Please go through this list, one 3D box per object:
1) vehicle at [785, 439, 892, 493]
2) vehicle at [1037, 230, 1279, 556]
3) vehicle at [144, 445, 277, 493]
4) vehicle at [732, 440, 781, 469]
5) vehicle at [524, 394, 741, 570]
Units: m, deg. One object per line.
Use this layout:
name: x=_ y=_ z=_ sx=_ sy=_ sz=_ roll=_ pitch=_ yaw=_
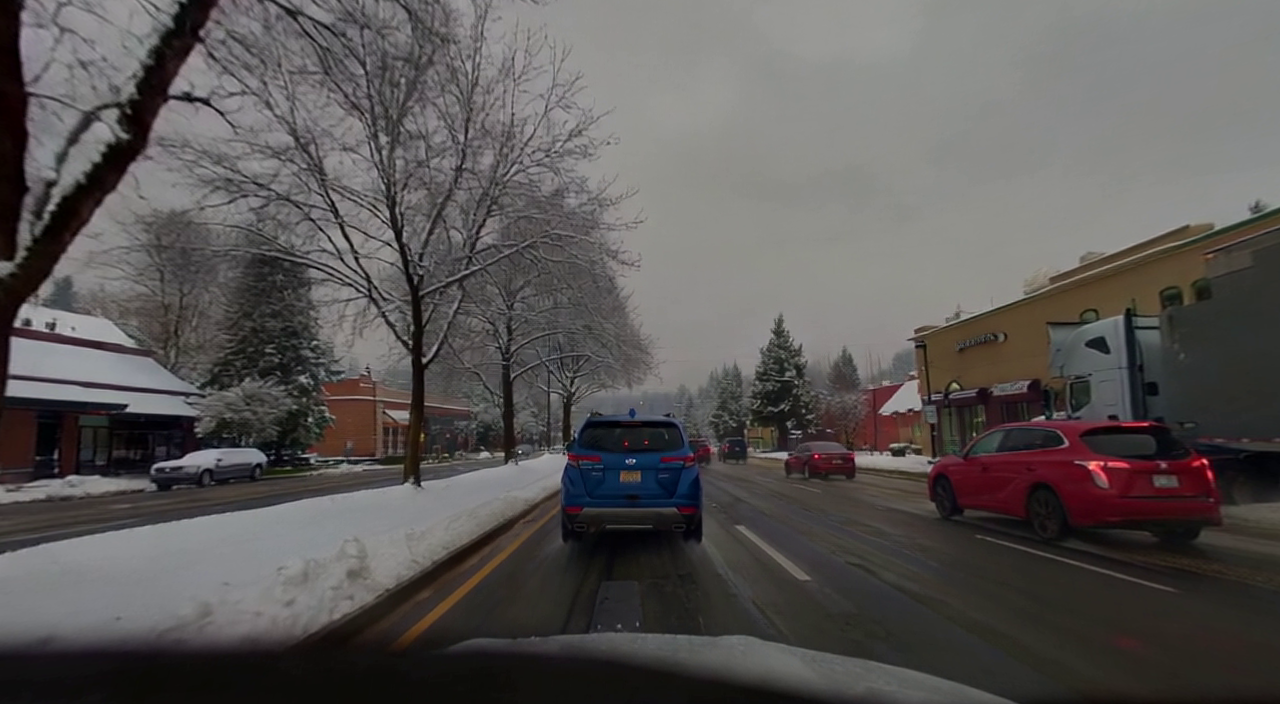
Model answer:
vehicle: x=6.273 y=3.640 z=20.585 sx=2.035 sy=1.553 sz=4.465 roll=0 pitch=-9 yaw=0
vehicle: x=9.968 y=-0.035 z=4.582 sx=2.879 sy=4.284 sz=17.334 roll=0 pitch=-9 yaw=0
vehicle: x=-19.248 y=5.223 z=28.712 sx=2.302 sy=1.939 sz=5.221 roll=0 pitch=-9 yaw=1
vehicle: x=6.479 y=5.741 z=35.649 sx=1.914 sy=1.523 sz=4.287 roll=0 pitch=-9 yaw=-1
vehicle: x=-0.115 y=1.706 z=8.952 sx=2.320 sy=1.880 sz=4.192 roll=0 pitch=-9 yaw=-1
